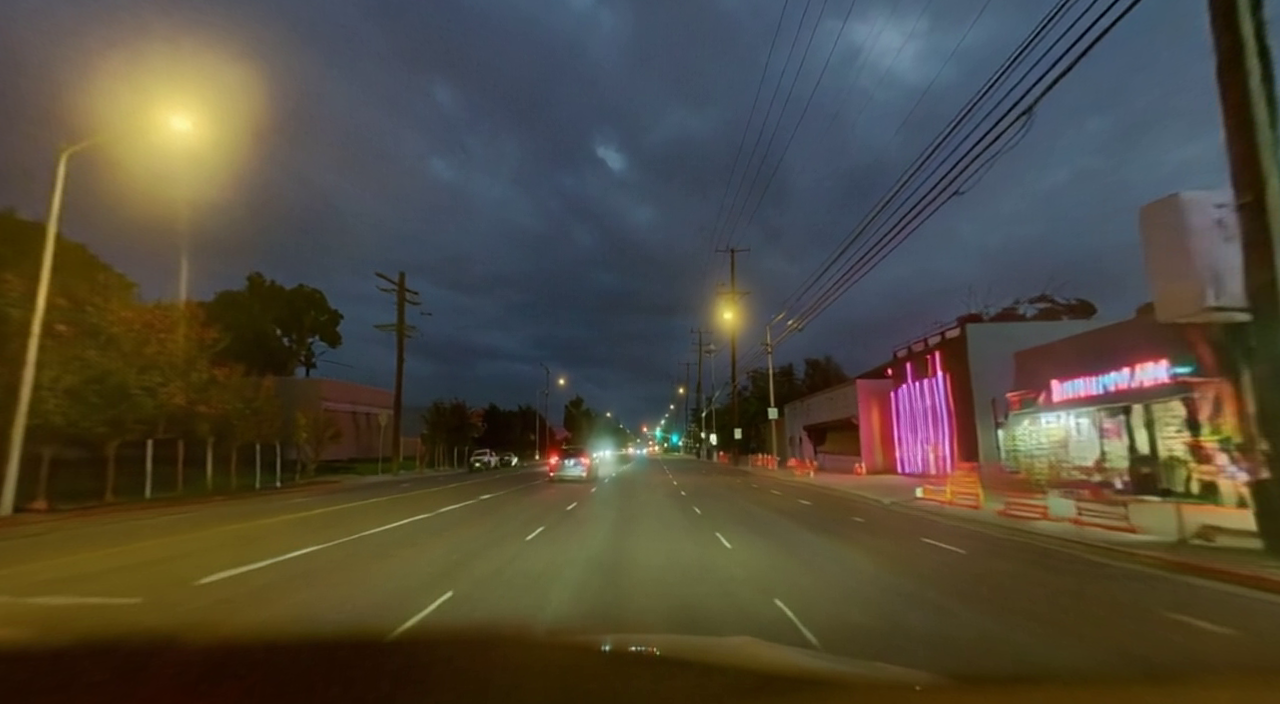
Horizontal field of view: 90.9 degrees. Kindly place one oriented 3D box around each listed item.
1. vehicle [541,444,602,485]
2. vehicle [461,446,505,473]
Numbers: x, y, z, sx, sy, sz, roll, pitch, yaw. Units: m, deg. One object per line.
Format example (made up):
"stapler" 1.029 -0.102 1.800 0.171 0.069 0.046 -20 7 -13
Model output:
"vehicle" -2.826 4.775 27.059 2.036 1.589 4.549 0 -9 1
"vehicle" -11.572 7.905 46.636 2.052 1.898 4.253 -1 -9 1
